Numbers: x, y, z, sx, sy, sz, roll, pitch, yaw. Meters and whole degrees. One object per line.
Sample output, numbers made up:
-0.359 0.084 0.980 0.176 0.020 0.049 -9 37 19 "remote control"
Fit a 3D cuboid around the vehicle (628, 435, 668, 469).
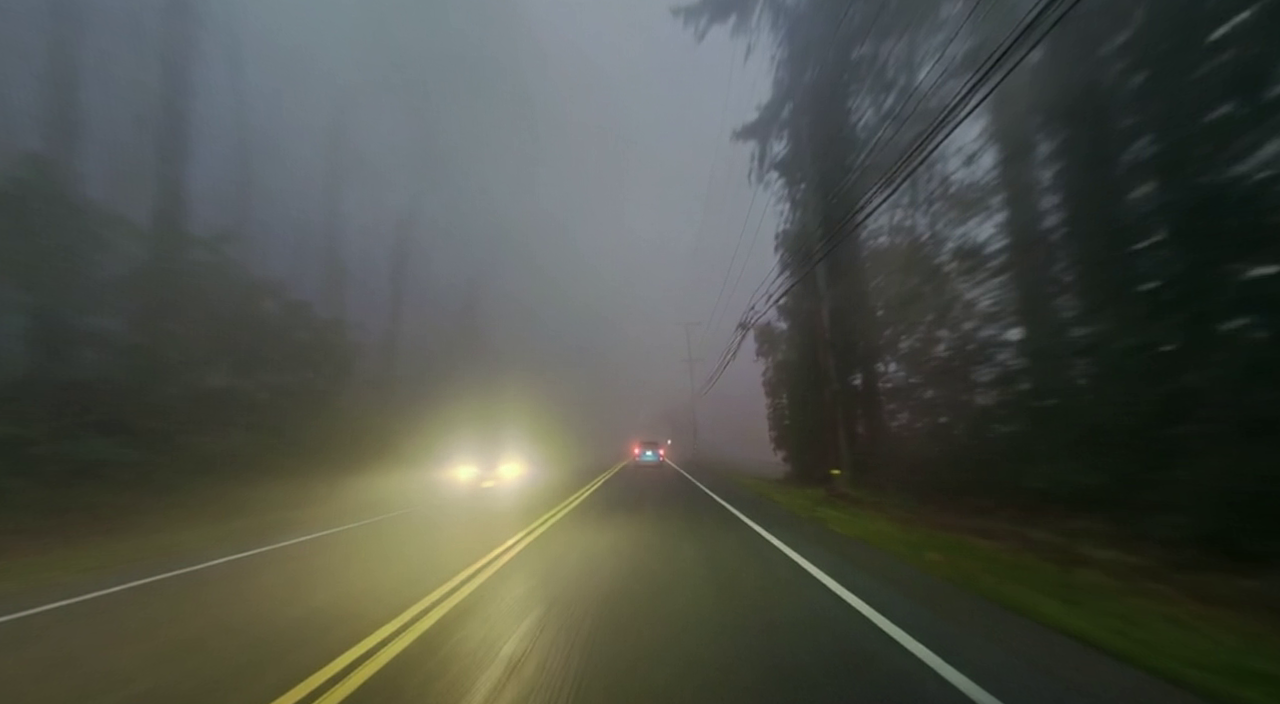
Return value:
0.511 6.570 41.651 2.468 2.056 4.422 0 -8 0 "vehicle"
